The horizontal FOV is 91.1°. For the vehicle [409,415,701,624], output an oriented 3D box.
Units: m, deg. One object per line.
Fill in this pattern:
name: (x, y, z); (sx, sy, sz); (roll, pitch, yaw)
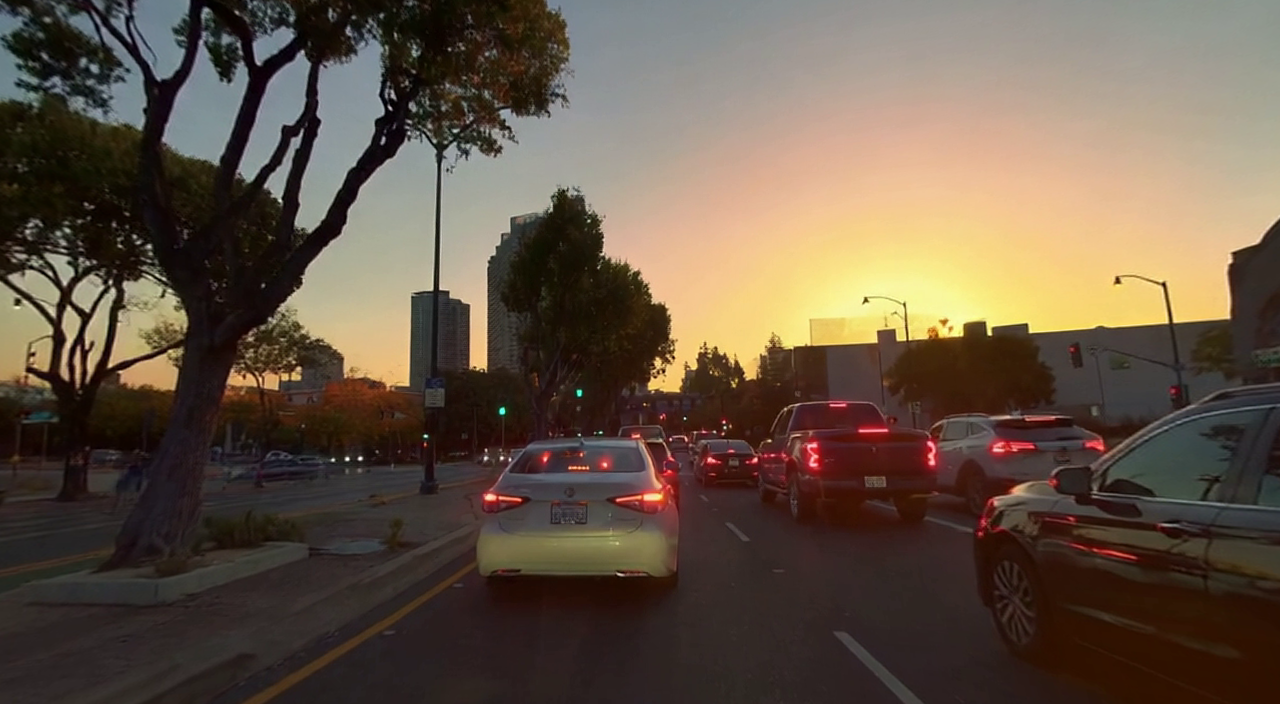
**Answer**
vehicle: (-0.593, 1.569, 6.877); (2.172, 1.536, 4.250); (0, -9, 1)

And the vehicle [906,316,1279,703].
vehicle: (3.158, 0.829, 2.621); (2.024, 1.723, 4.714); (0, -9, 0)

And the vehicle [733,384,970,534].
vehicle: (3.532, 2.001, 12.190); (2.497, 2.186, 5.890); (0, -9, 0)
